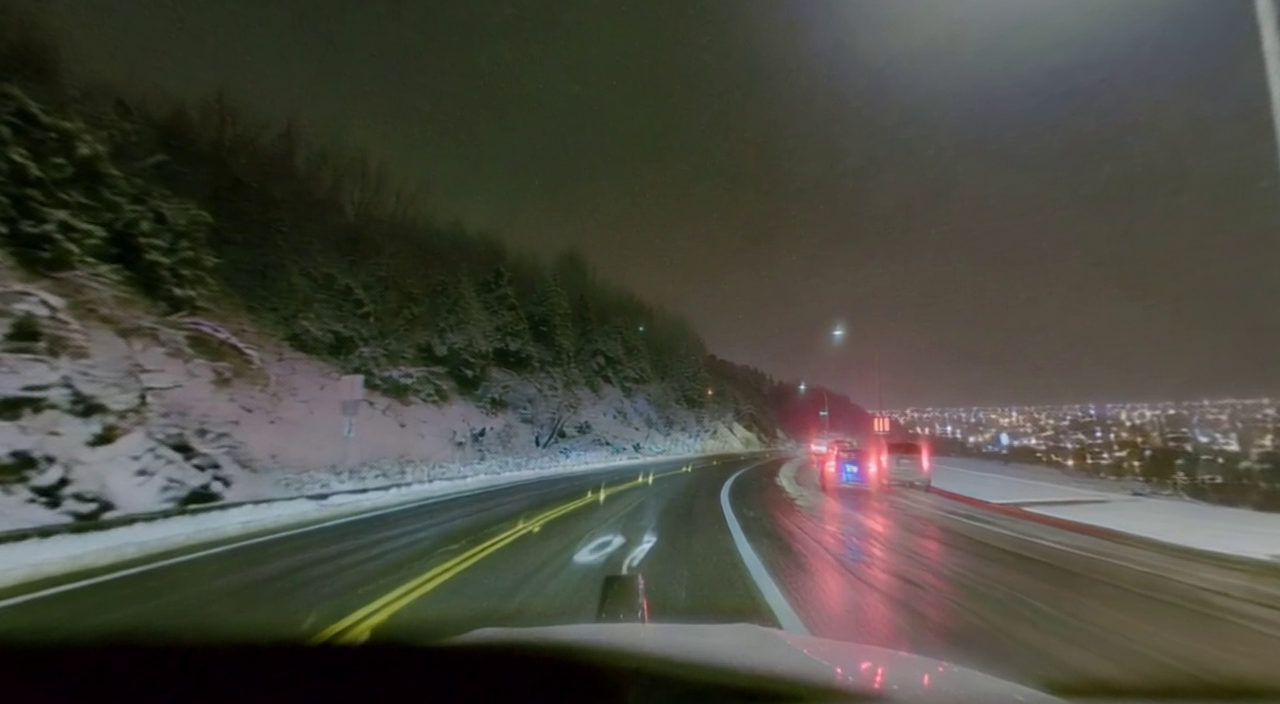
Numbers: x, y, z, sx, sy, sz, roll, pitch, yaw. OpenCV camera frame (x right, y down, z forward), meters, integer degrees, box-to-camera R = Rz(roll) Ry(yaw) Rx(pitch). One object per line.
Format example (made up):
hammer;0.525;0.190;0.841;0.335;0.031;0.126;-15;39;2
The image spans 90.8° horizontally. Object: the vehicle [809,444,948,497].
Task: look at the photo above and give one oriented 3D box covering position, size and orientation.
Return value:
vehicle;8.441;4.104;22.242;4.963;1.585;2.155;7;-9;-35
